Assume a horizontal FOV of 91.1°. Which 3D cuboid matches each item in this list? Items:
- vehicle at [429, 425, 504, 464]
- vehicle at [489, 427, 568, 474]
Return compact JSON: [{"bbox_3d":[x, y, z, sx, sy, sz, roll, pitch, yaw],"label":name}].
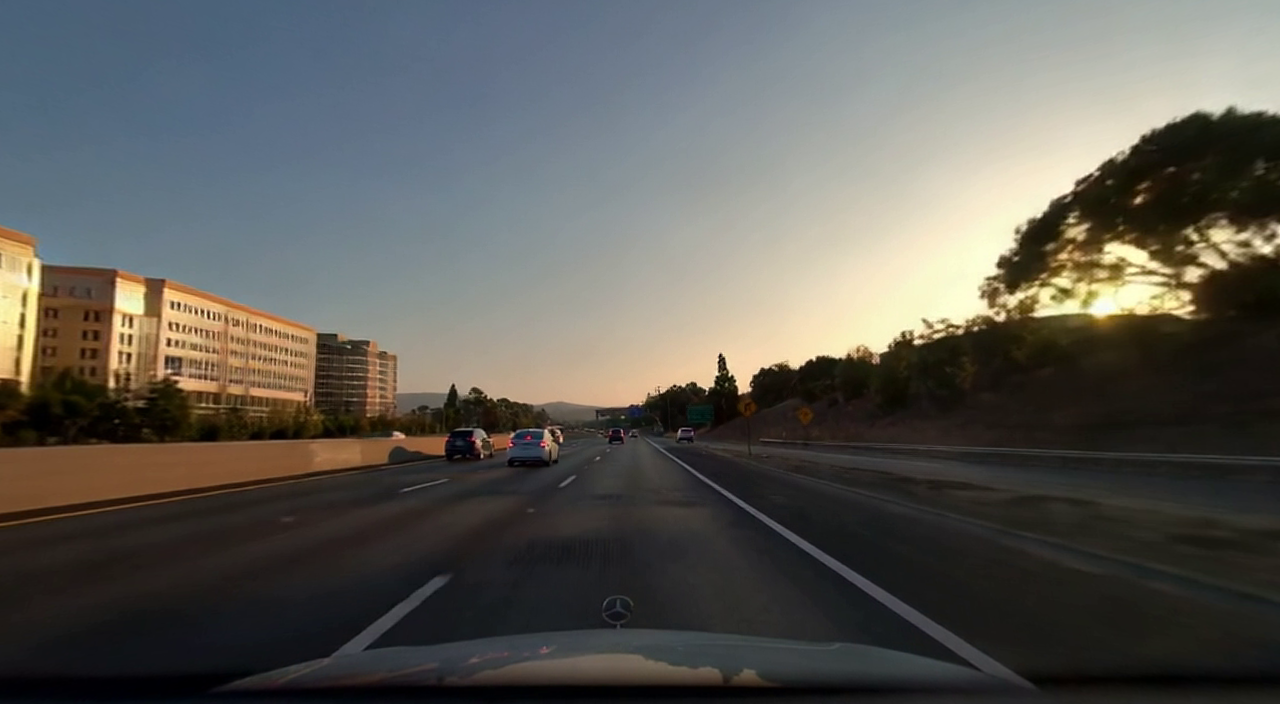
[{"bbox_3d":[-7.523,4.064,27.723,1.985,1.575,4.453,0,-8,1],"label":"vehicle"},{"bbox_3d":[-3.856,3.506,22.648,1.996,1.490,4.571,0,-8,0],"label":"vehicle"}]
